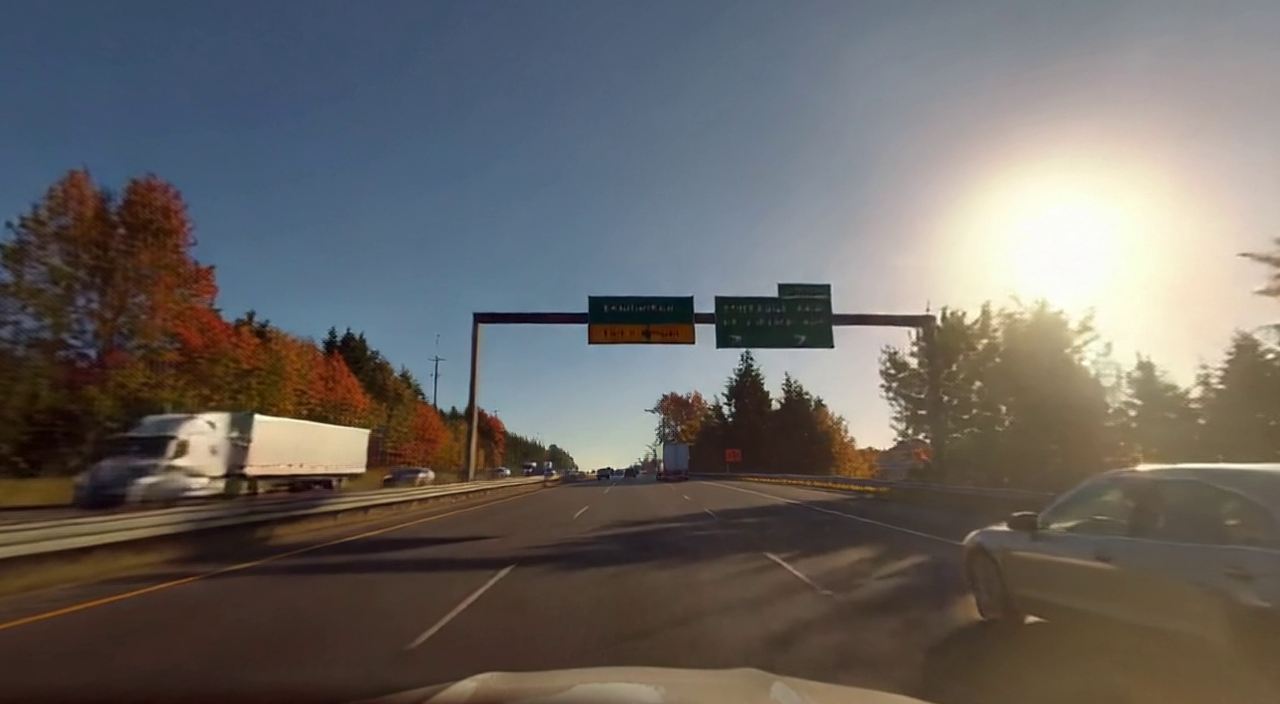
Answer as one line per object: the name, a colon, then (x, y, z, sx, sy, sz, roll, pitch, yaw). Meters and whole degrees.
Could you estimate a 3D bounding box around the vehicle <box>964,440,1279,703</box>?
vehicle: (4.045, 1.270, 3.498, 2.051, 1.472, 4.547, 1, -10, 0)

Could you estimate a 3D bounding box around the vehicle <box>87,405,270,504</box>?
vehicle: (-19.703, 4.511, 27.556, 3.108, 3.777, 6.082, 1, -10, 0)

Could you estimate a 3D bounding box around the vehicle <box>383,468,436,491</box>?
vehicle: (-15.783, 8.717, 43.415, 1.901, 1.453, 4.530, 1, -10, 0)

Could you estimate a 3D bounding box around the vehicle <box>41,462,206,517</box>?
vehicle: (-15.254, 4.057, 18.901, 1.746, 1.462, 3.698, 1, -10, 0)
